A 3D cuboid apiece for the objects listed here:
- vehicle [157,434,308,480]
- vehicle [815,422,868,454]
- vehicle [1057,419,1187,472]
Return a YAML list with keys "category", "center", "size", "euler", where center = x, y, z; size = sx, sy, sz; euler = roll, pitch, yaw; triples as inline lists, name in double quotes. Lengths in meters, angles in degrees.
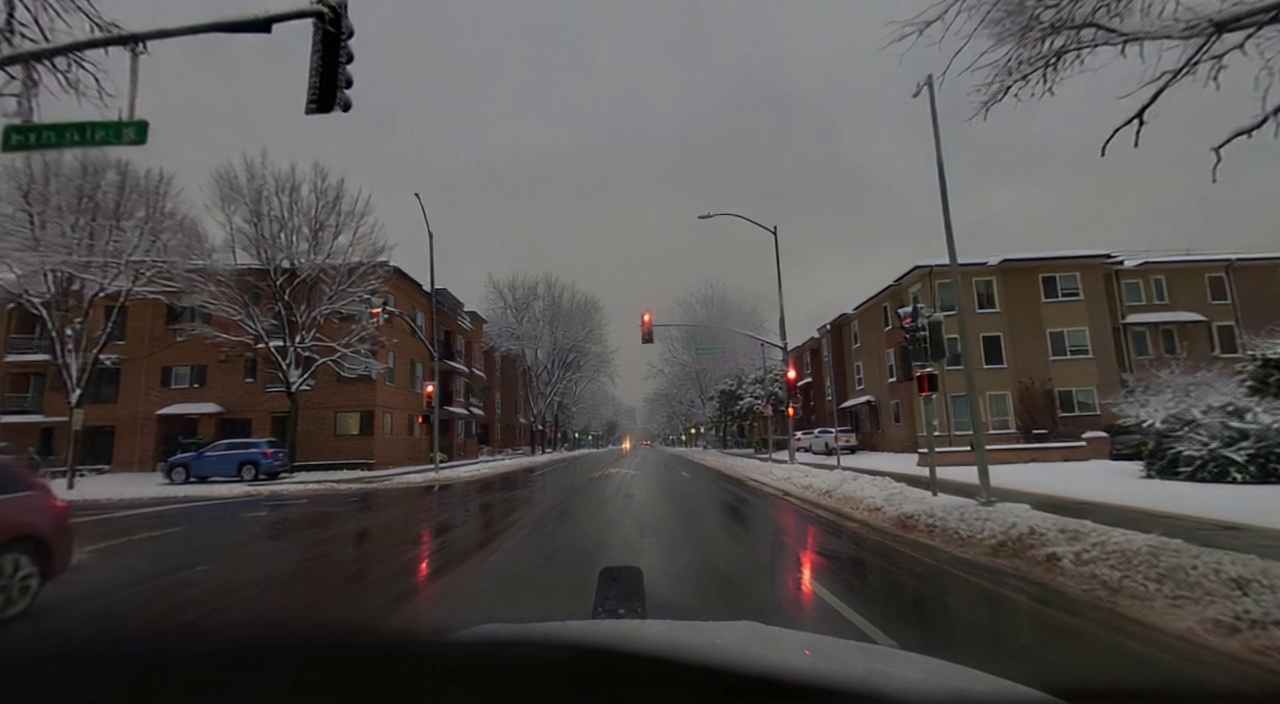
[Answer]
- category: "vehicle"
  center: [-18.997, 4.897, 29.672]
  size: [5.468, 1.854, 2.283]
  euler: [-2, -8, -4]
- category: "vehicle"
  center: [11.528, 4.986, 36.447]
  size: [1.950, 1.714, 4.245]
  euler: [-1, -9, 5]
- category: "vehicle"
  center: [17.105, 3.374, 22.709]
  size: [2.013, 1.722, 4.007]
  euler: [-2, -9, 10]
